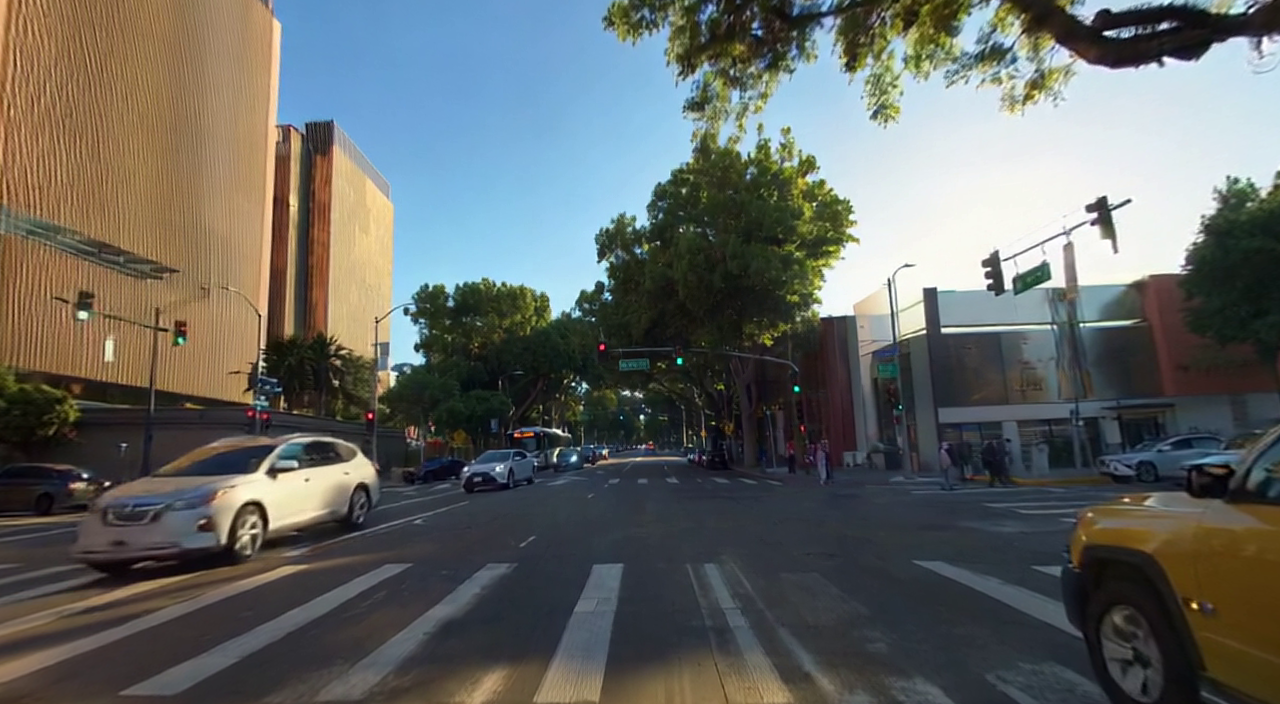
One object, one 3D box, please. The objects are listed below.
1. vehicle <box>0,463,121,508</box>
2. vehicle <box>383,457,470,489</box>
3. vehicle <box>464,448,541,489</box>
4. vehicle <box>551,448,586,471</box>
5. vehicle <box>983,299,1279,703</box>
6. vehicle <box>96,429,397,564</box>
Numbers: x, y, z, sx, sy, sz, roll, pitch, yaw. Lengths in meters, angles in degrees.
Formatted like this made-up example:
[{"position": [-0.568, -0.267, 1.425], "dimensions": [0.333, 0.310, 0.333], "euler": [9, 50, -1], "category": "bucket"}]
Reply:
[{"position": [-27.166, 6.053, 28.729], "dimensions": [5.101, 1.851, 2.118], "euler": [0, -8, 2], "category": "vehicle"}, {"position": [-11.226, 6.371, 33.534], "dimensions": [2.051, 1.468, 4.635], "euler": [-2, -9, 15], "category": "vehicle"}, {"position": [-5.469, 4.699, 25.784], "dimensions": [1.956, 1.457, 4.958], "euler": [0, -8, 1], "category": "vehicle"}, {"position": [-5.365, 8.104, 47.750], "dimensions": [1.997, 1.610, 4.144], "euler": [0, -8, 2], "category": "vehicle"}, {"position": [3.263, 0.627, 1.343], "dimensions": [2.118, 1.848, 5.426], "euler": [0, -8, 2], "category": "vehicle"}, {"position": [-5.977, 2.198, 10.458], "dimensions": [1.990, 1.710, 4.507], "euler": [0, -8, 1], "category": "vehicle"}]
